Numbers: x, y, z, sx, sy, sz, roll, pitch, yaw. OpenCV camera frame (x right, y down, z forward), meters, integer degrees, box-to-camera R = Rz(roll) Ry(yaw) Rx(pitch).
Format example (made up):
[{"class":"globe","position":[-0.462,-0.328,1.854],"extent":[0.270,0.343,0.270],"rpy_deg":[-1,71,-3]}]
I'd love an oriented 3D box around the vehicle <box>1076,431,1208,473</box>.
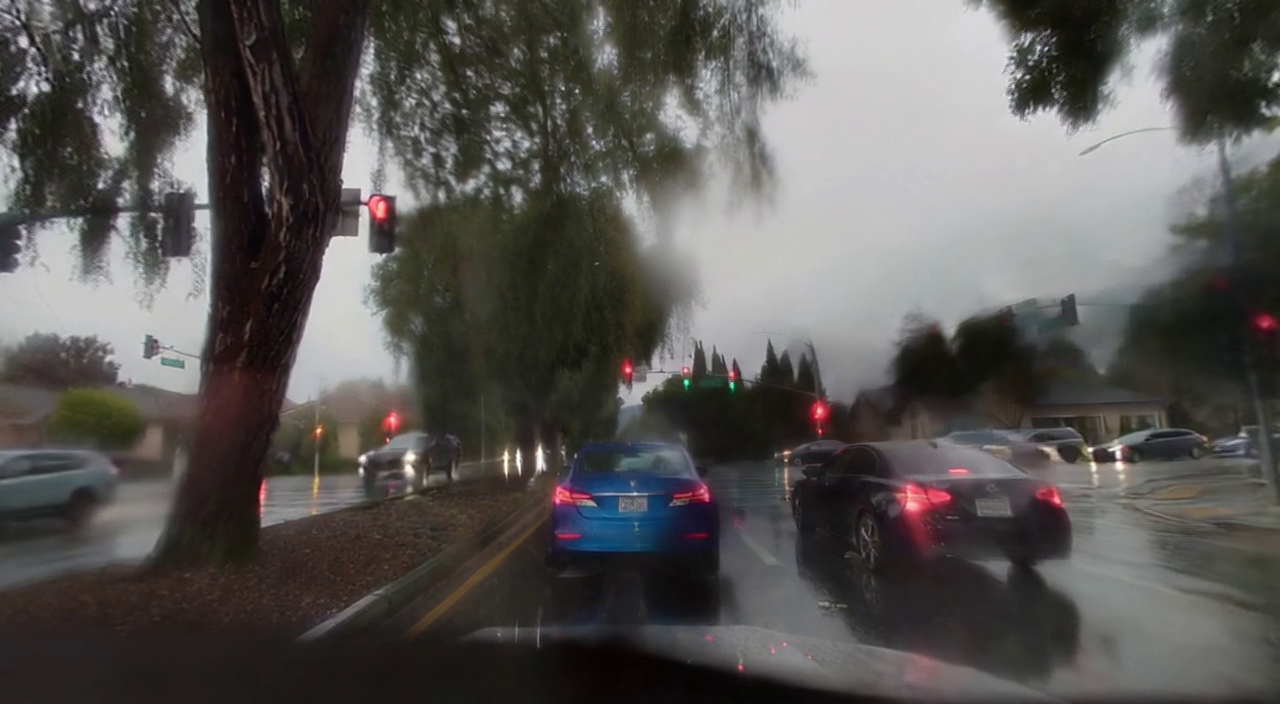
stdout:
[{"class":"vehicle","position":[23.985,4.782,30.307],"extent":[4.520,1.762,2.005],"rpy_deg":[-1,-8,-1]}]

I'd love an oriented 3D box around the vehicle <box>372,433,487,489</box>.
[{"class":"vehicle","position":[-7.476,3.932,23.148],"extent":[2.383,1.779,4.973],"rpy_deg":[0,-8,1]}]

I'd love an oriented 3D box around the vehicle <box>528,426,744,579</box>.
[{"class":"vehicle","position":[-0.053,1.779,8.273],"extent":[2.103,1.478,4.073],"rpy_deg":[0,-8,-1]}]

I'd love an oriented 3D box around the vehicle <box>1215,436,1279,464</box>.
[{"class":"vehicle","position":[33.763,5.192,33.632],"extent":[4.489,1.432,1.790],"rpy_deg":[0,-9,0]}]

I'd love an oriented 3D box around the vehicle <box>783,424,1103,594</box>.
[{"class":"vehicle","position":[3.181,1.714,7.766],"extent":[1.913,1.505,4.097],"rpy_deg":[0,-8,0]}]

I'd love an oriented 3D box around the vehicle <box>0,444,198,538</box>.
[{"class":"vehicle","position":[-11.491,2.562,12.212],"extent":[2.102,1.531,5.072],"rpy_deg":[0,-8,2]}]
